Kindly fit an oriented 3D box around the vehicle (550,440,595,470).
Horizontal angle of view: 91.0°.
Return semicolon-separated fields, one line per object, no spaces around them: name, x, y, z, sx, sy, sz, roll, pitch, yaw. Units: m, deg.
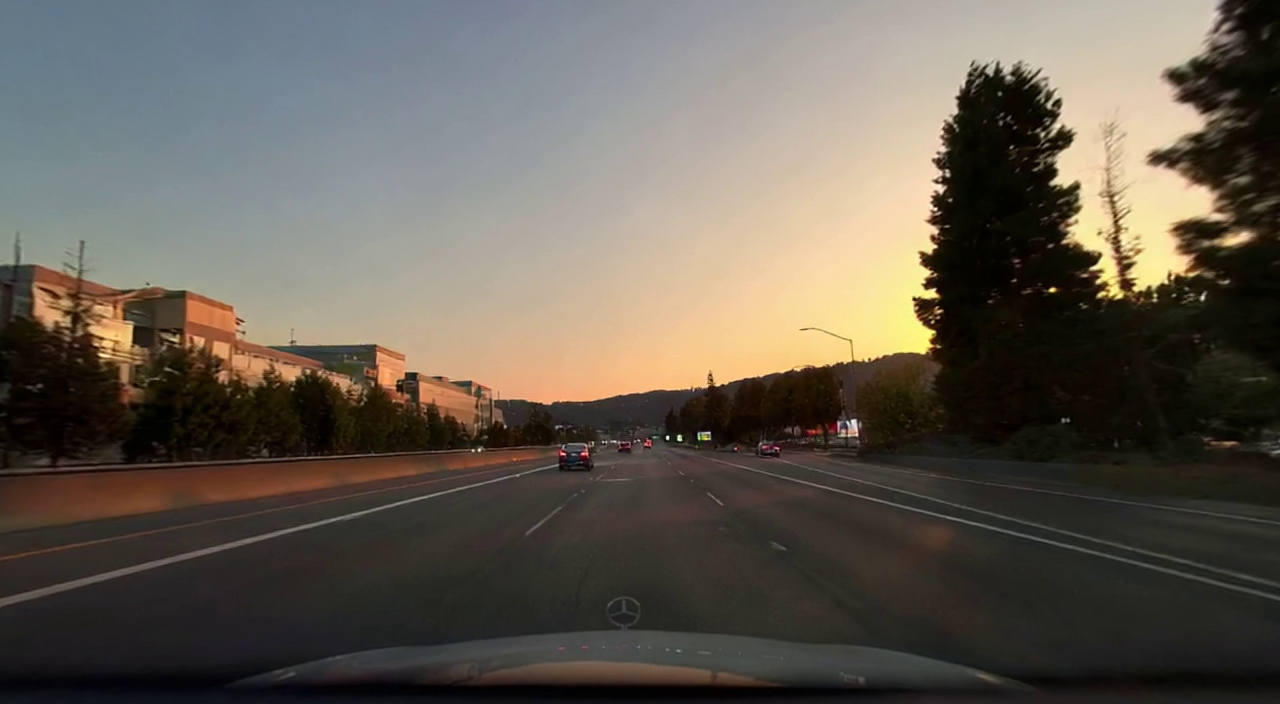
vehicle;-3.727;5.763;35.358;2.015;1.557;4.229;0;-9;1
